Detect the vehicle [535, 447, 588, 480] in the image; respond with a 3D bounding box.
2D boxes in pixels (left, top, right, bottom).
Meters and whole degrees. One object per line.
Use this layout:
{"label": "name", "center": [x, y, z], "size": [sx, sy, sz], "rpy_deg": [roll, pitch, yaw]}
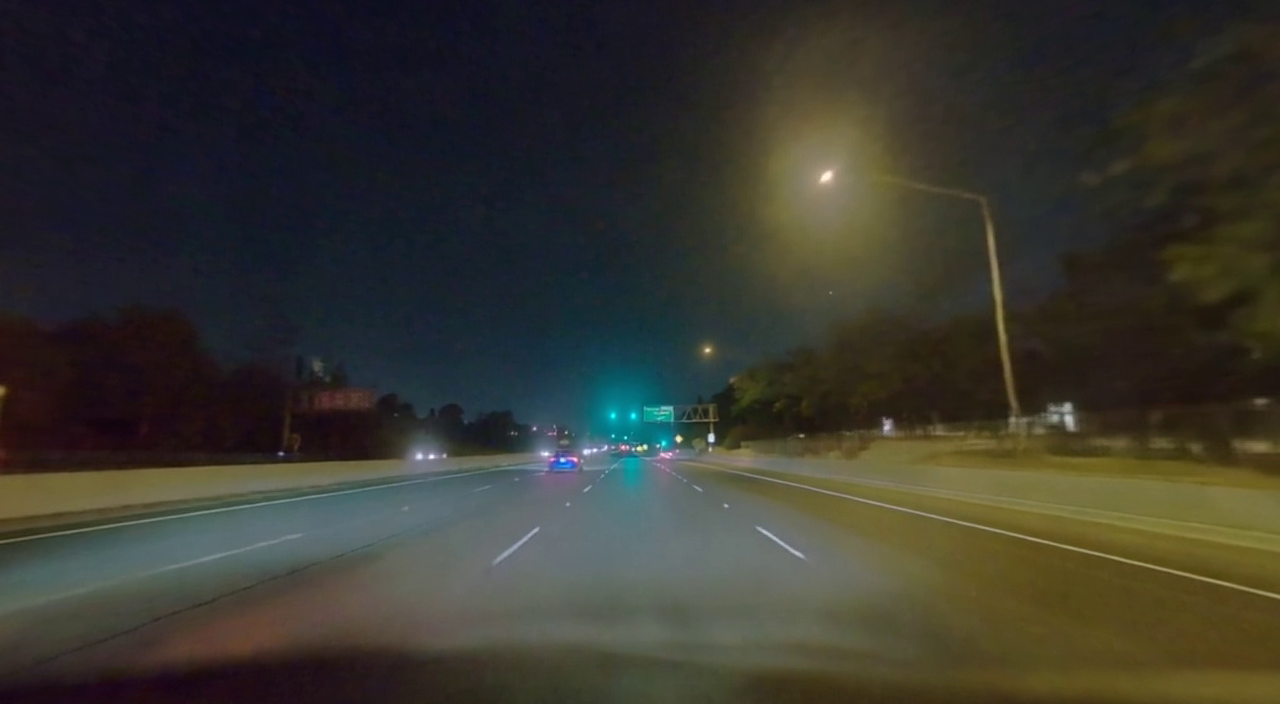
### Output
{"label": "vehicle", "center": [-3.771, 5.442, 31.177], "size": [2.037, 1.514, 4.335], "rpy_deg": [0, -9, 0]}
